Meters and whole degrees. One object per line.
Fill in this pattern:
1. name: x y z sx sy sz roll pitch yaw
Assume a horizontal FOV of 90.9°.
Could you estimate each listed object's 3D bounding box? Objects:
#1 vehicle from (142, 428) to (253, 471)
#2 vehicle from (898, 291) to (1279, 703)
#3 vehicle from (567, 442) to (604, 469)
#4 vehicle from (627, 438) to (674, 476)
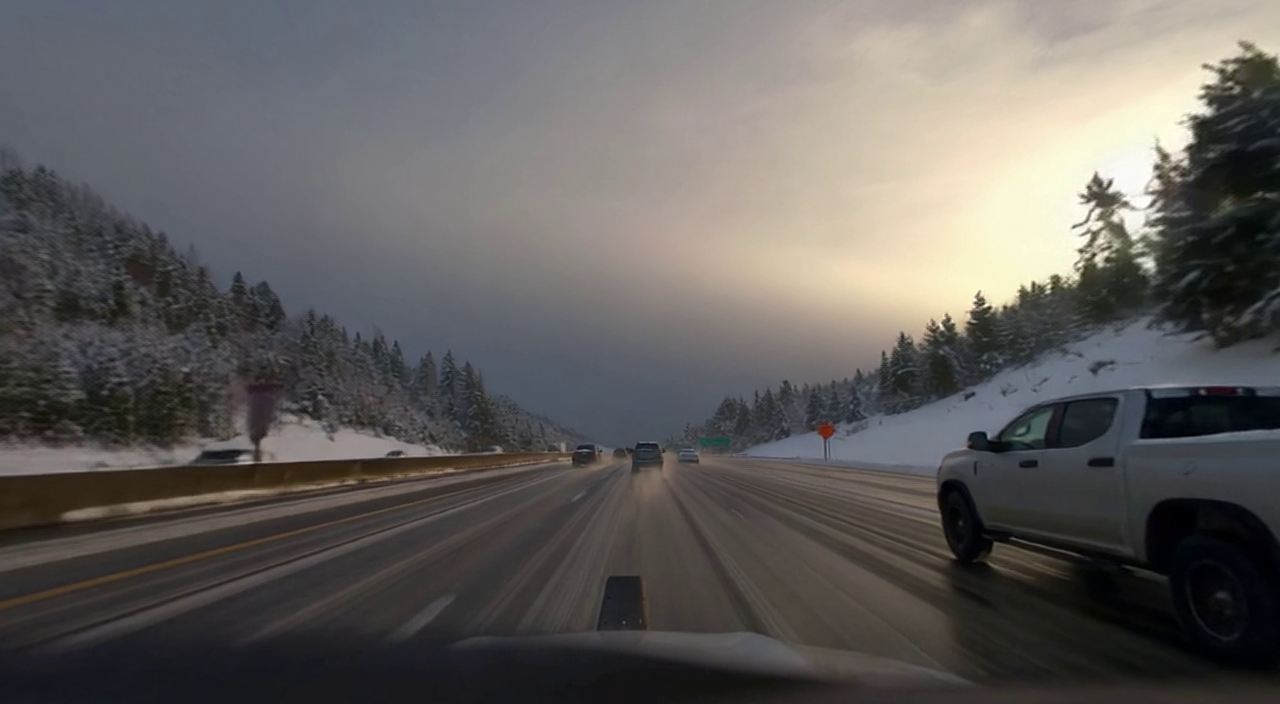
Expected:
1. vehicle: -16.171 3.647 23.238 1.641 1.382 3.344 -2 -11 0
2. vehicle: 4.239 0.896 4.017 2.700 1.980 5.866 0 -8 0
3. vehicle: -3.598 6.952 42.588 2.076 1.690 4.113 0 -8 1
4. vehicle: 0.471 5.041 30.494 2.086 1.685 4.206 0 -8 0
